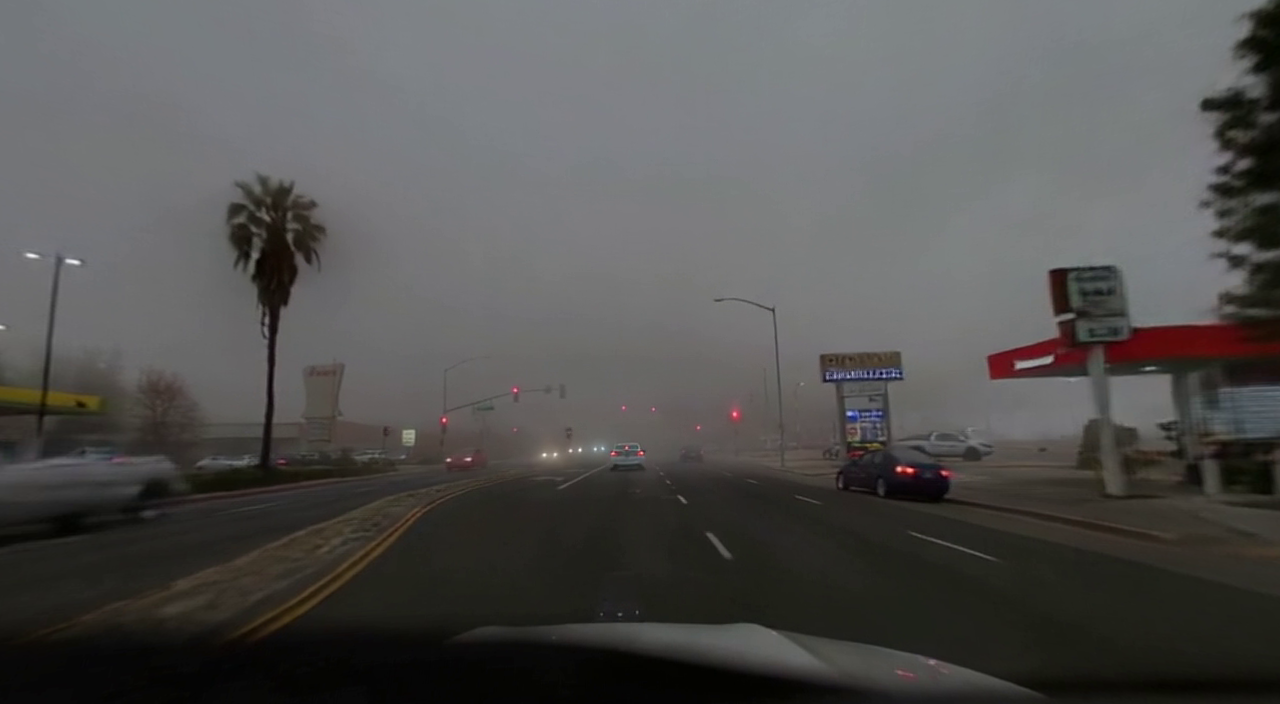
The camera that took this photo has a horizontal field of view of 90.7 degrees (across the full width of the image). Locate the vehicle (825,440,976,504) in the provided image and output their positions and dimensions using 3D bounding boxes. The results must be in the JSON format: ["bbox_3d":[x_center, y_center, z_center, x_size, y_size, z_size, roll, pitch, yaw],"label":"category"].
[{"bbox_3d":[6.772,3.163,17.174,1.922,1.461,4.868,0,-9,-1],"label":"vehicle"}]

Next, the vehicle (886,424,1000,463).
[{"bbox_3d":[16.216,4.988,34.260,2.172,1.855,5.526,2,-9,-19],"label":"vehicle"}]

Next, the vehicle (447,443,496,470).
[{"bbox_3d":[-11.708,7.296,44.273,2.098,1.766,4.787,0,-9,0],"label":"vehicle"}]

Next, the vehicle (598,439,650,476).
[{"bbox_3d":[-0.688,4.729,28.492,2.160,1.508,4.319,0,-9,-1],"label":"vehicle"}]

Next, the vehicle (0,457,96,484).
[{"bbox_3d":[-35.126,6.919,37.118,4.613,1.477,1.927,0,-9,0],"label":"vehicle"}]

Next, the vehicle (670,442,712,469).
[{"bbox_3d":[2.969,6.117,37.521,2.060,1.471,4.168,0,-9,-1],"label":"vehicle"}]
